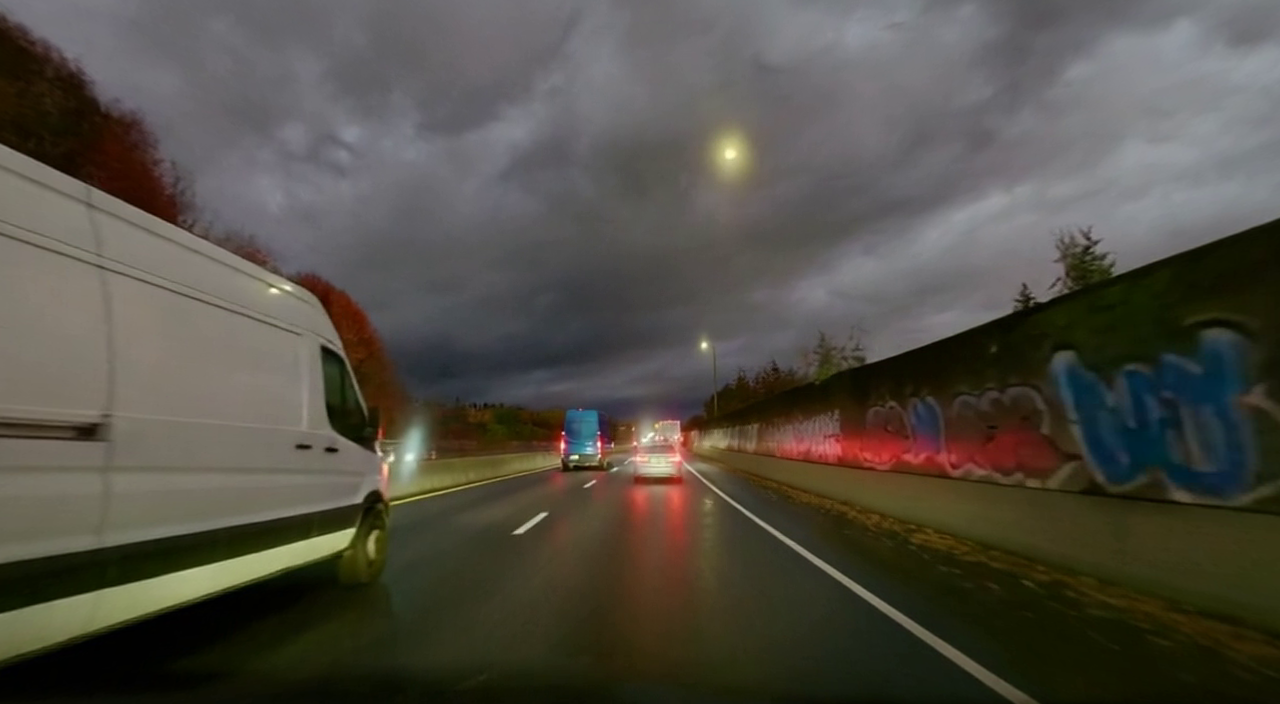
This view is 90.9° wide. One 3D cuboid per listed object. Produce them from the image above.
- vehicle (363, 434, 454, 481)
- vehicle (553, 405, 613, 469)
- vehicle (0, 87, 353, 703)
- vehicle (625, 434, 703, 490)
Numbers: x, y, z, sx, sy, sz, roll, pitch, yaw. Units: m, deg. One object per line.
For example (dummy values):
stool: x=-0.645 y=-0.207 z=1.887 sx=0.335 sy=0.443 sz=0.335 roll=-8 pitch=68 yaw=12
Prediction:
vehicle: x=-13.712 y=6.283 z=38.047 sx=2.517 sy=2.513 sz=7.177 roll=0 pitch=-8 yaw=2
vehicle: x=-2.612 y=4.101 z=30.217 sx=2.334 sy=2.769 sz=5.087 roll=0 pitch=-8 yaw=0
vehicle: x=-3.401 y=0.301 z=2.226 sx=2.185 sy=2.503 sz=5.477 roll=0 pitch=-8 yaw=-1
vehicle: x=0.670 y=3.229 z=18.882 sx=2.071 sy=1.487 sz=3.948 roll=0 pitch=-8 yaw=1
